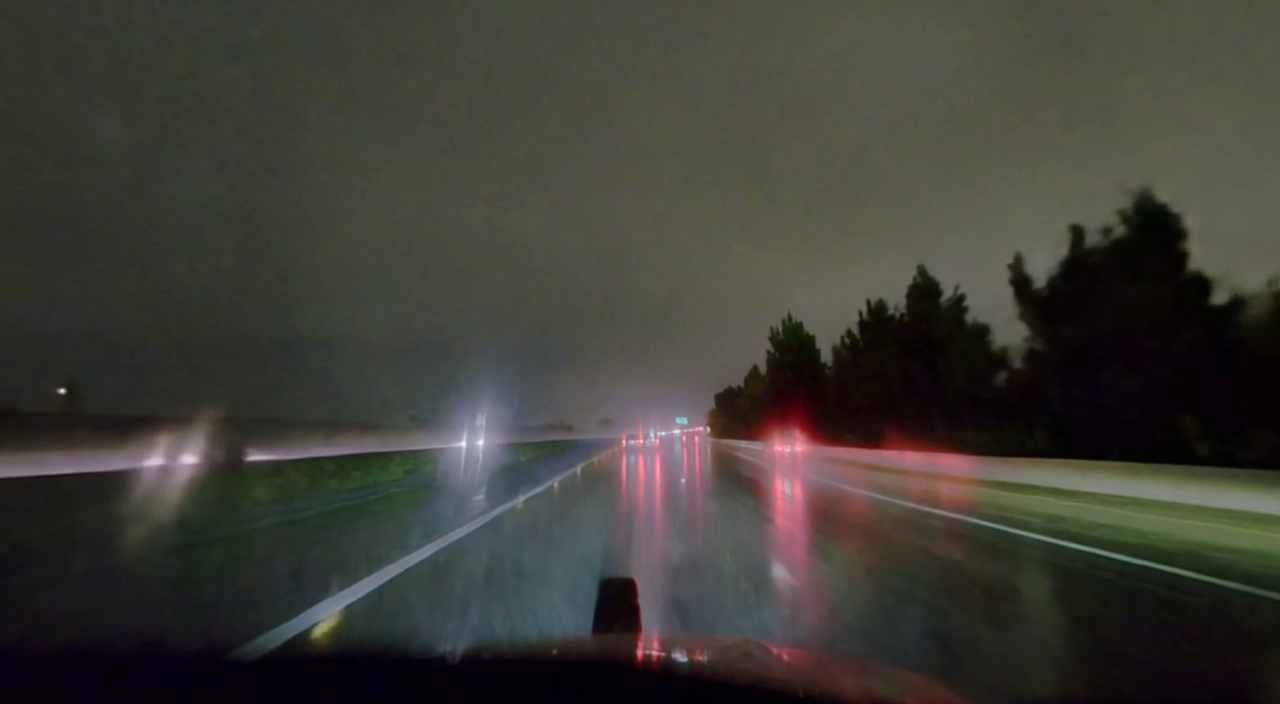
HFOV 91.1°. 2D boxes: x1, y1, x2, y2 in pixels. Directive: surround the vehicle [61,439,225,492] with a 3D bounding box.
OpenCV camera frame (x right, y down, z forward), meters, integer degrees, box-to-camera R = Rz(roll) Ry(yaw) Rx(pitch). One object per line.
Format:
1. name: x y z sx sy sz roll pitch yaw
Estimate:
1. vehicle: -15.297 3.457 19.701 1.833 1.448 4.087 0 -8 -1
